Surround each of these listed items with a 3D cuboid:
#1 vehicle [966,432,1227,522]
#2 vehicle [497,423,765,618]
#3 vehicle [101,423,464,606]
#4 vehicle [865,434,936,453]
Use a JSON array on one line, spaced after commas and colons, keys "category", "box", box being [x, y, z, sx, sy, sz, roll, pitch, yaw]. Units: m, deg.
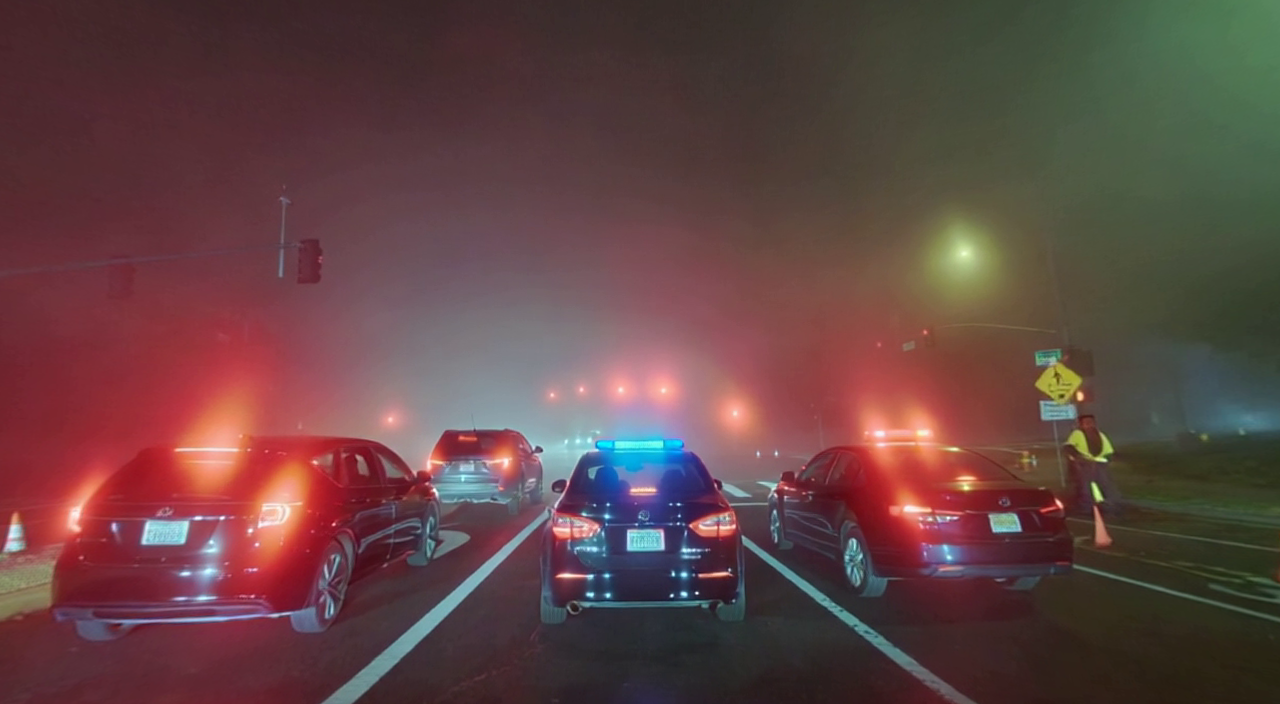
[{"category": "vehicle", "box": [9.375, 2.578, 13.595, 1.957, 1.576, 4.670, 0, -9, -3]}, {"category": "vehicle", "box": [-0.113, 1.625, 7.093, 2.061, 1.486, 4.332, 0, -8, -1]}, {"category": "vehicle", "box": [-3.600, 1.676, 7.390, 1.863, 1.526, 4.006, 0, -8, 1]}, {"category": "vehicle", "box": [20.614, 7.255, 49.909, 4.827, 1.484, 1.883, 0, -9, 0]}]
